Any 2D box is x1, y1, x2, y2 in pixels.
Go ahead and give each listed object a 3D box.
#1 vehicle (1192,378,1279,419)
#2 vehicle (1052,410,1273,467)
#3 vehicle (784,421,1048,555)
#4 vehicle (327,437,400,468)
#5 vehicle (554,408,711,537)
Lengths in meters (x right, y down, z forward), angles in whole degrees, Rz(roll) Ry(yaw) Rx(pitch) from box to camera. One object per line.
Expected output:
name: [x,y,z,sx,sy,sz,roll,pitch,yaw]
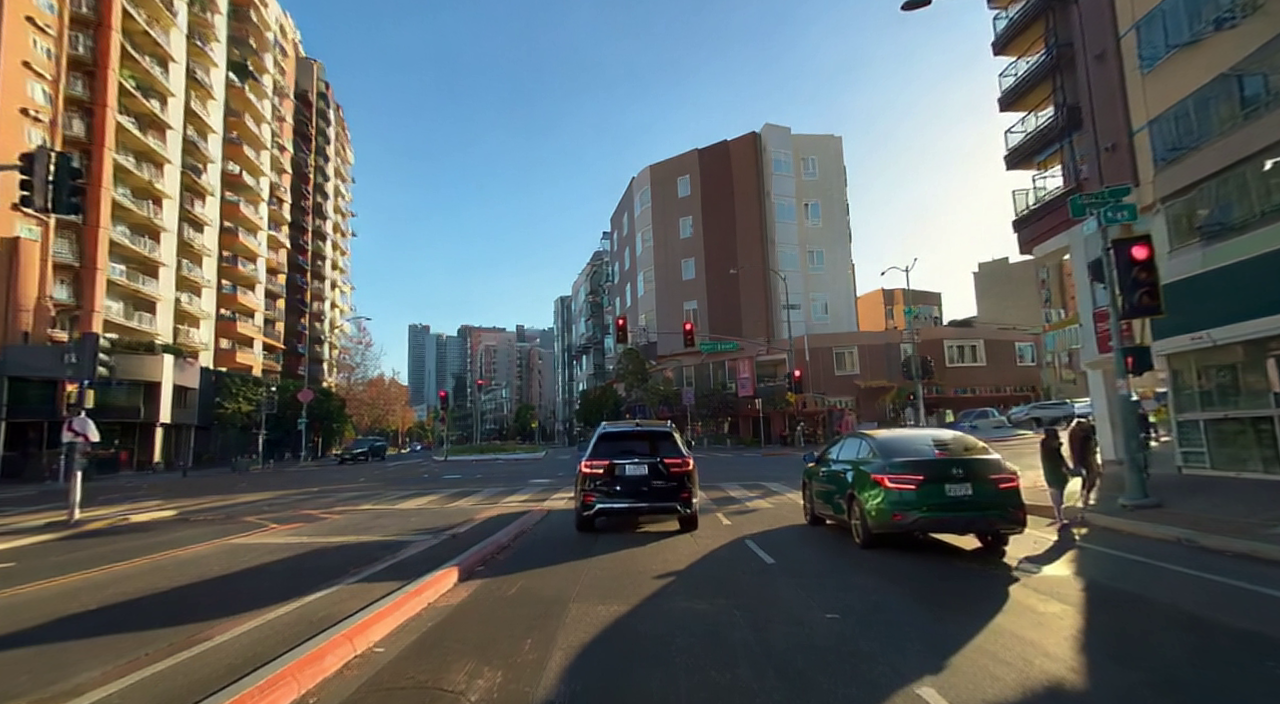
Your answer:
vehicle: [26.675,2.024,27.057,4.287,1.639,1.729,0,-9,1]
vehicle: [14.284,2.408,17.484,4.354,1.466,1.863,0,-9,2]
vehicle: [3.716,1.915,9.616,1.987,1.538,4.510,0,-9,0]
vehicle: [-16.466,6.019,37.874,2.132,1.710,4.504,-1,-9,3]
vehicle: [-0.071,1.979,10.893,2.168,1.776,4.135,0,-9,1]
